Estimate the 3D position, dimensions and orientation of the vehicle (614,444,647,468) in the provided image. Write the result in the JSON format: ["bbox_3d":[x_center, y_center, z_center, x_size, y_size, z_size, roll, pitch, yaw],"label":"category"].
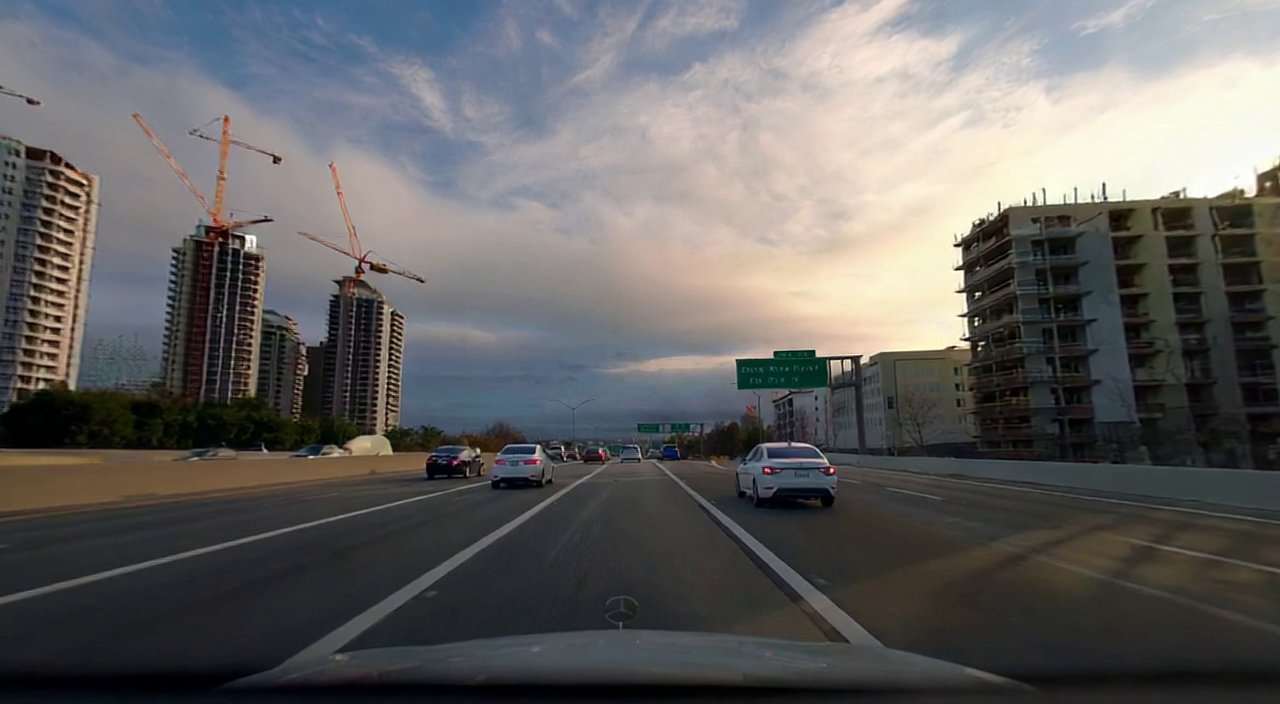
[{"bbox_3d":[-0.635,6.725,40.988,2.019,1.472,3.971,0,-8,-1],"label":"vehicle"}]

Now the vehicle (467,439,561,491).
[{"bbox_3d":[-4.018,3.670,20.947,2.136,1.512,4.488,0,-8,1],"label":"vehicle"}]

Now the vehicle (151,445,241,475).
[{"bbox_3d":[-27.513,6.659,39.367,1.960,1.713,4.966,0,-8,0],"label":"vehicle"}]

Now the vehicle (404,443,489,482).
[{"bbox_3d":[-8.013,4.595,26.666,2.043,1.494,4.824,0,-8,0],"label":"vehicle"}]

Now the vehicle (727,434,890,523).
[{"bbox_3d":[3.175,2.479,13.013,1.995,1.486,4.463,0,-8,-2],"label":"vehicle"}]
